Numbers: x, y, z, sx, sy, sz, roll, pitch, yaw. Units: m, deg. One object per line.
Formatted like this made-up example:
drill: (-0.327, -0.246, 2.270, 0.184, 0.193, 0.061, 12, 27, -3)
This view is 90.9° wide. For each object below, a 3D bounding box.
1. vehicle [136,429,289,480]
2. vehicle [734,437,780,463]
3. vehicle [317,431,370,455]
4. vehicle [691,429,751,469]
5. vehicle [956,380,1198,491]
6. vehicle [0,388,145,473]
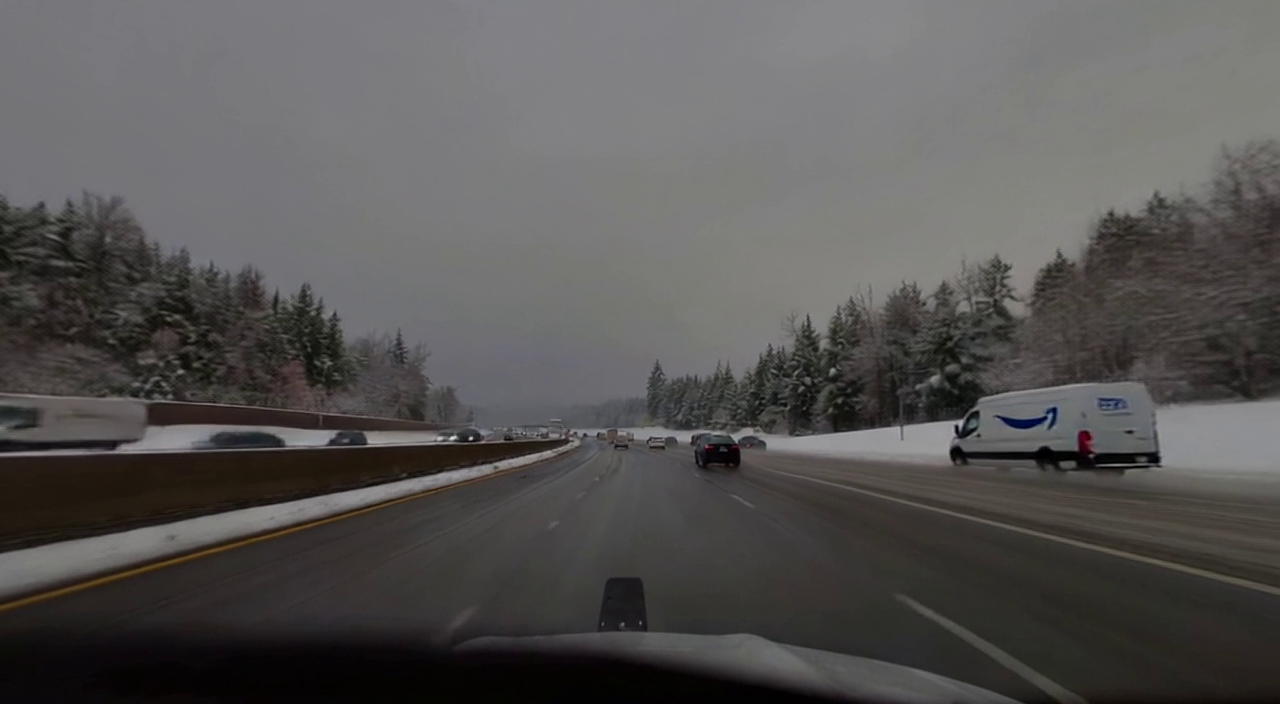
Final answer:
vehicle: (-13.790, 3.330, 20.762, 1.859, 1.472, 4.558, 0, -8, -1)
vehicle: (6.935, 5.861, 37.803, 1.798, 1.473, 4.077, 0, -8, -2)
vehicle: (-22.151, 6.859, 47.295, 1.915, 1.683, 4.596, 0, -8, -2)
vehicle: (3.786, 4.635, 30.229, 2.141, 1.732, 4.279, 0, -8, -2)
vehicle: (12.767, 2.599, 19.395, 2.274, 2.802, 6.802, 0, -8, -3)
vehicle: (-25.010, 3.362, 26.535, 3.027, 3.116, 6.548, 0, -8, -1)
